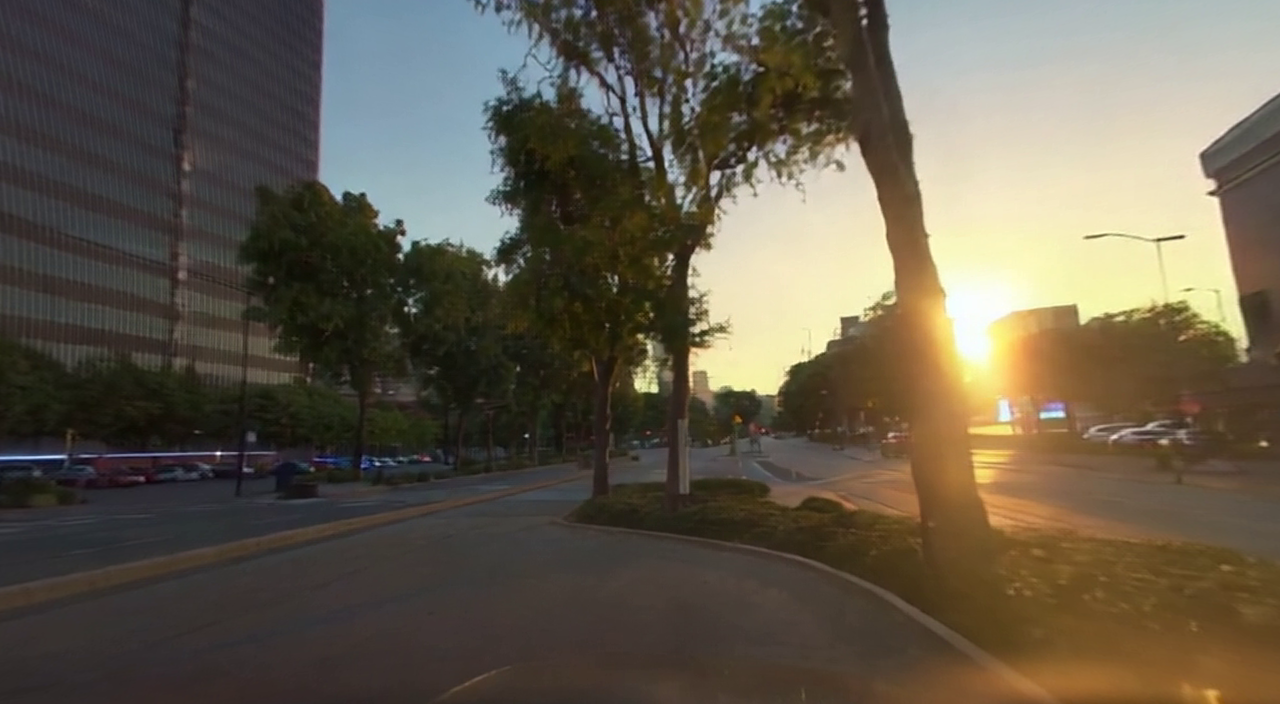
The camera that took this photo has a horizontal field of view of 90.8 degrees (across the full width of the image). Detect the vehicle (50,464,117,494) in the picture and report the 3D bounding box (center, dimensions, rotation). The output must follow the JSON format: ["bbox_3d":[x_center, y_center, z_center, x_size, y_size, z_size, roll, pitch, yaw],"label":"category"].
[{"bbox_3d":[-31.297,7.074,35.505,4.157,1.458,2.130,-7,-11,40],"label":"vehicle"}]

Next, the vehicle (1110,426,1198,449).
[{"bbox_3d":[32.799,5.512,40.426,3.839,1.386,1.816,-2,-9,12],"label":"vehicle"}]

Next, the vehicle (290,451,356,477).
[{"bbox_3d":[-23.336,8.190,46.458,5.483,1.719,2.112,-7,-11,38],"label":"vehicle"}]

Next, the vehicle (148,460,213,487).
[{"bbox_3d":[-30.201,7.936,41.461,4.416,1.541,2.102,-6,-11,36],"label":"vehicle"}]

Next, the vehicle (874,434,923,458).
[{"bbox_3d":[18.715,6.858,45.918,2.100,1.638,4.545,-1,-9,7],"label":"vehicle"}]

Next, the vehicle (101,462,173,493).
[{"bbox_3d":[-30.016,7.414,37.618,5.124,1.541,2.121,-7,-11,38],"label":"vehicle"}]

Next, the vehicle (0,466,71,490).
[{"bbox_3d":[-40.062,8.133,40.874,4.317,1.418,1.734,2,-9,-17],"label":"vehicle"}]
